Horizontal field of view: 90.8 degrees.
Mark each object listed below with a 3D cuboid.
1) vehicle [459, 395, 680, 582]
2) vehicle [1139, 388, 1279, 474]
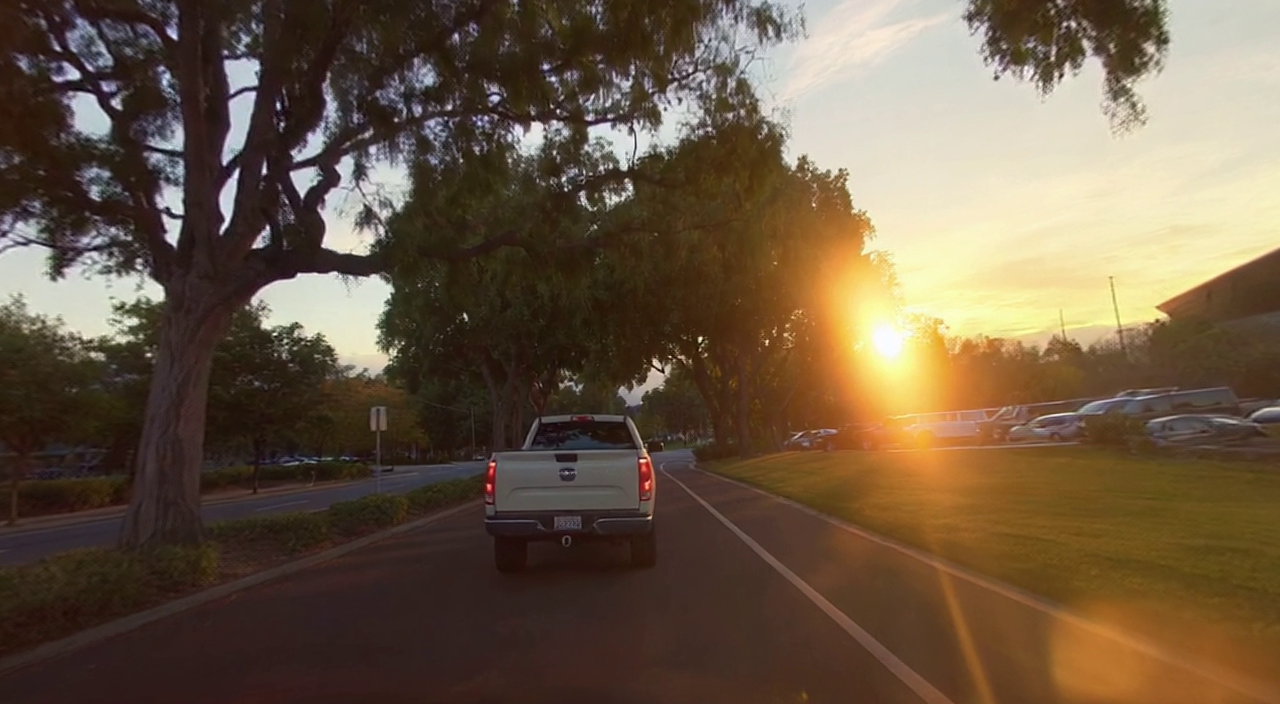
[{"bbox_3d":[-0.629,1.707,8.769,2.157,1.816,5.039,0,-8,1],"label":"vehicle"},{"bbox_3d":[11.881,1.390,11.224,4.298,1.392,1.944,-1,-8,2],"label":"vehicle"}]
